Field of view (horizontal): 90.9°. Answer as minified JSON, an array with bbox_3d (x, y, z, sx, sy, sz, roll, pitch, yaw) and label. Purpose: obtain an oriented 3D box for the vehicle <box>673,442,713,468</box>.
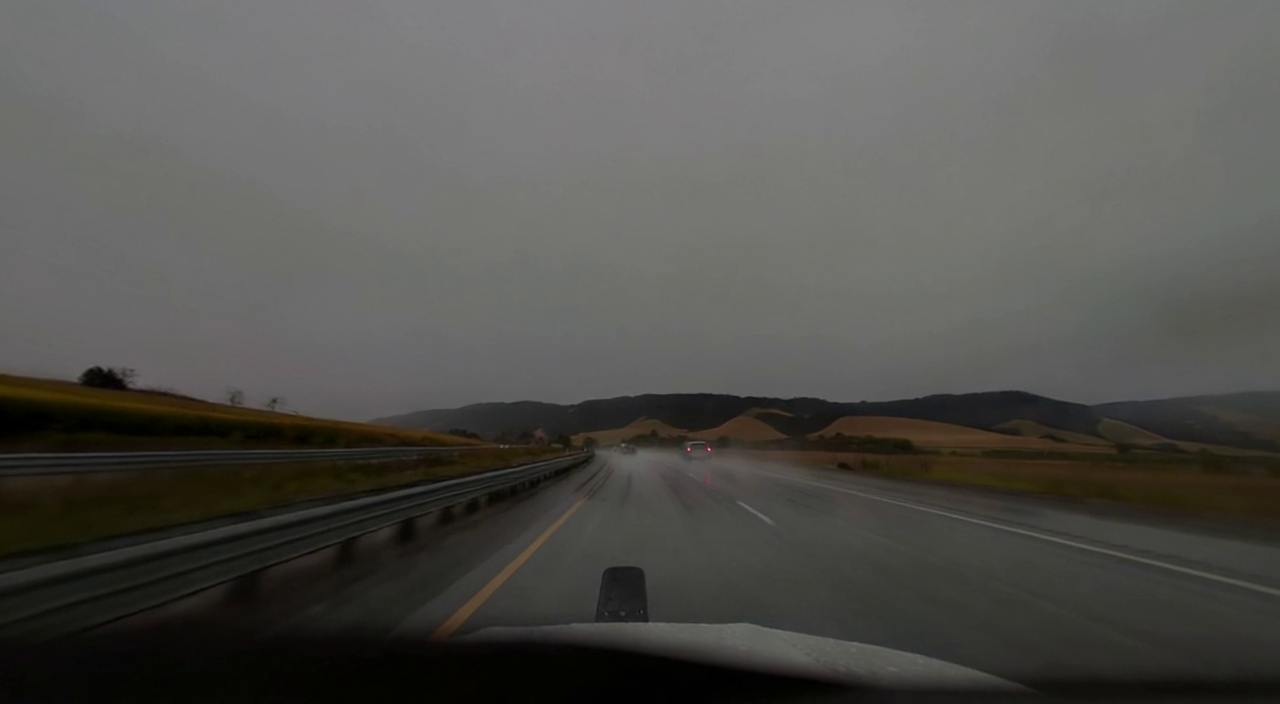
[{"bbox_3d":[3.303,6.551,40.242,1.960,1.516,4.657,0,-8,-3],"label":"vehicle"}]
